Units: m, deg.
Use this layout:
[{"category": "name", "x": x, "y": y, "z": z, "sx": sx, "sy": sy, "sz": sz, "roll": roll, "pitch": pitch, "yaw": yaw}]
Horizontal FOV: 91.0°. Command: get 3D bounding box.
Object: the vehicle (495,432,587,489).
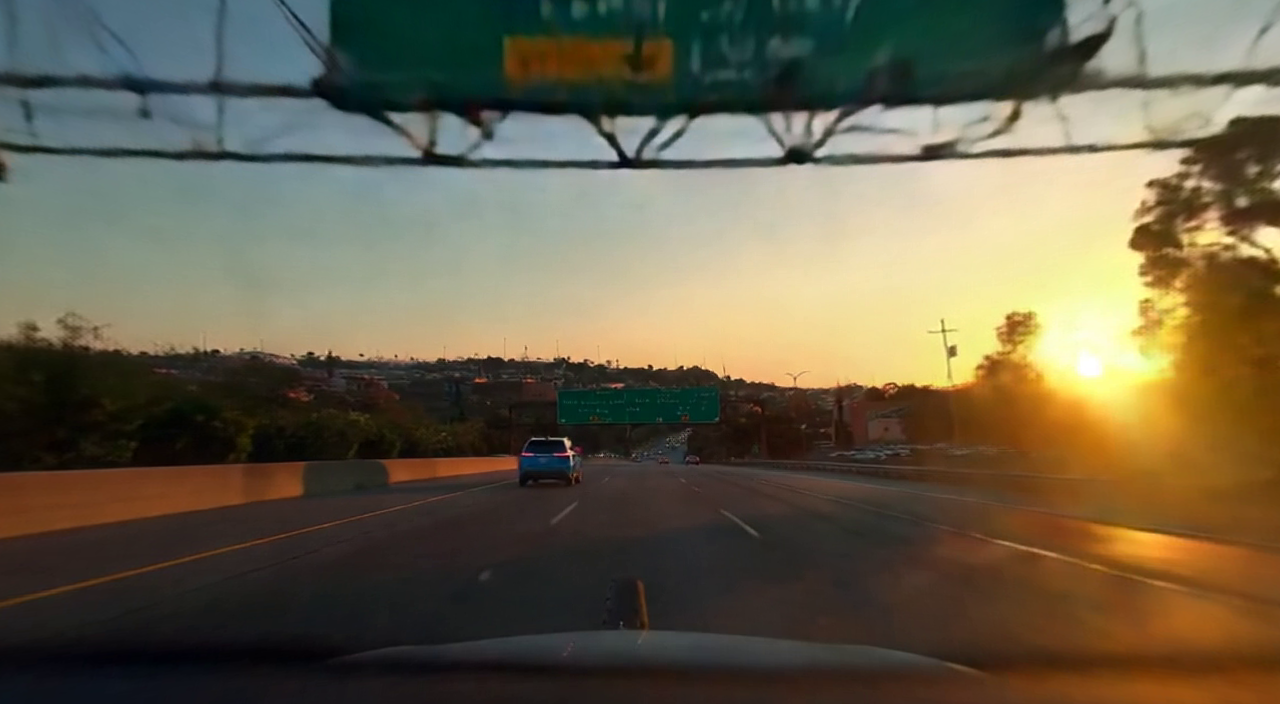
[{"category": "vehicle", "x": -3.609, "y": 4.120, "z": 24.308, "sx": 2.431, "sy": 1.928, "sz": 5.760, "roll": 0, "pitch": -9, "yaw": 1}]
